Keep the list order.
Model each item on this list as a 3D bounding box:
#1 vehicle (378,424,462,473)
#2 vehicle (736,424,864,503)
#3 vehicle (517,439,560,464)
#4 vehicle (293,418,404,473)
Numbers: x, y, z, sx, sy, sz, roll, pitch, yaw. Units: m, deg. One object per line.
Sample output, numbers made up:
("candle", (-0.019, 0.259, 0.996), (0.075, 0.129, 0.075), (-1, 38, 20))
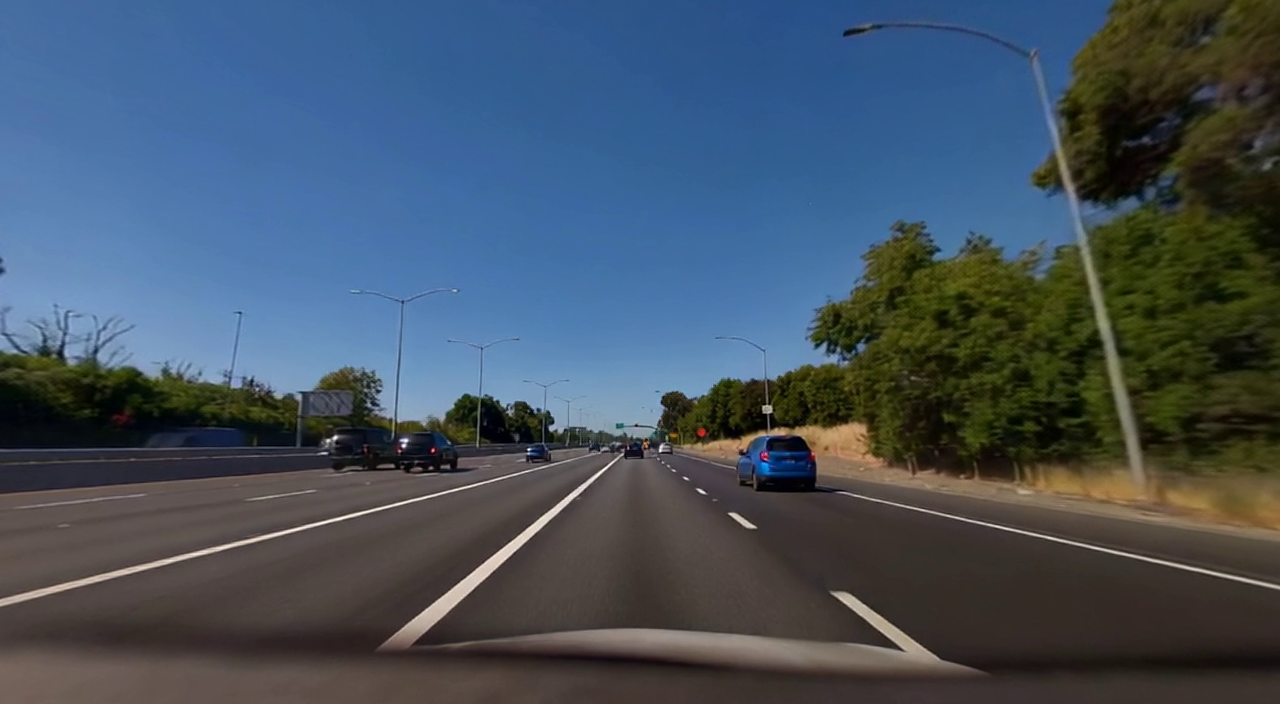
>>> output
("vehicle", (-10.921, 4.880, 31.792), (2.261, 2.230, 5.435), (0, -9, 0))
("vehicle", (4.246, 3.054, 17.692), (2.184, 1.892, 4.763), (0, -9, -2))
("vehicle", (-7.581, 7.471, 47.522), (2.503, 1.775, 4.763), (0, -9, 0))
("vehicle", (-14.788, 4.835, 32.522), (2.647, 2.508, 6.337), (0, -9, 0))
